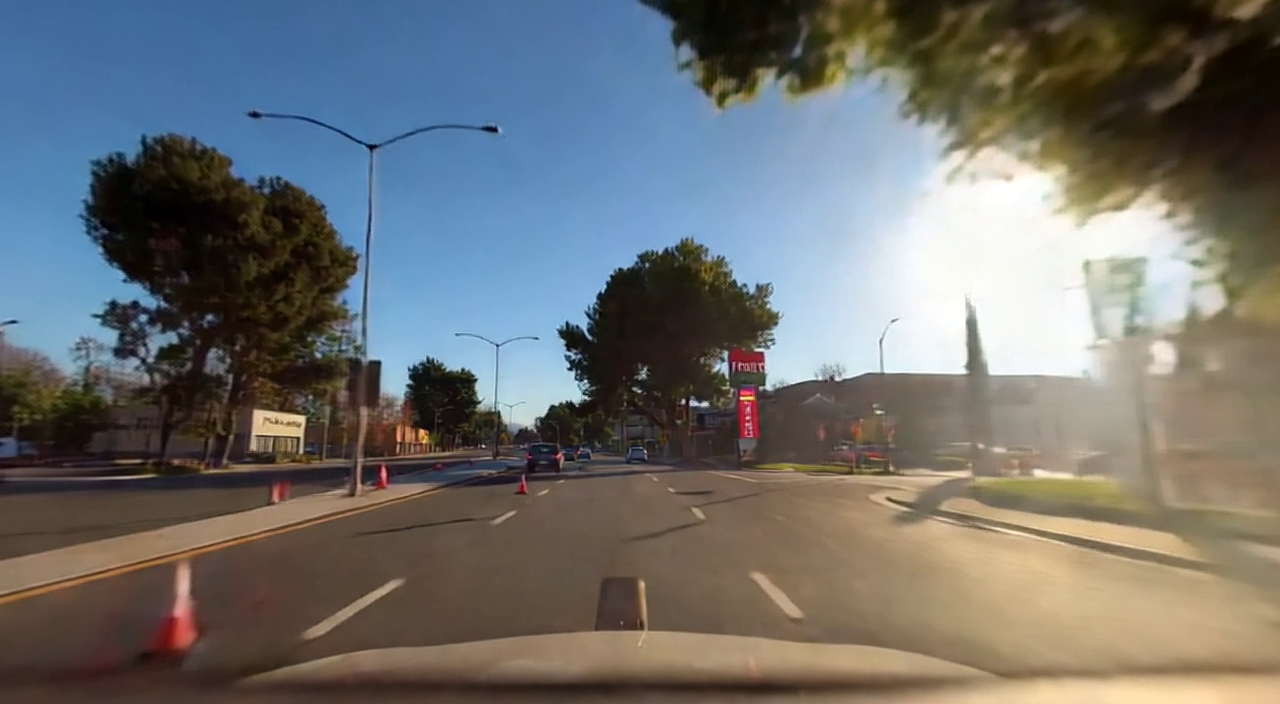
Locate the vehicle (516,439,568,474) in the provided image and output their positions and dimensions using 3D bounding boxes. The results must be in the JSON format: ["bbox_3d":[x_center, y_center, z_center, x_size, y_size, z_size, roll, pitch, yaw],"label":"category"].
[{"bbox_3d":[-5.103,5.489,33.473,2.381,1.721,4.186,0,-9,-4],"label":"vehicle"}]

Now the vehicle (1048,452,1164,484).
[{"bbox_3d":[25.168,6.262,34.193,4.906,1.447,2.076,1,-5,-8],"label":"vehicle"}]
